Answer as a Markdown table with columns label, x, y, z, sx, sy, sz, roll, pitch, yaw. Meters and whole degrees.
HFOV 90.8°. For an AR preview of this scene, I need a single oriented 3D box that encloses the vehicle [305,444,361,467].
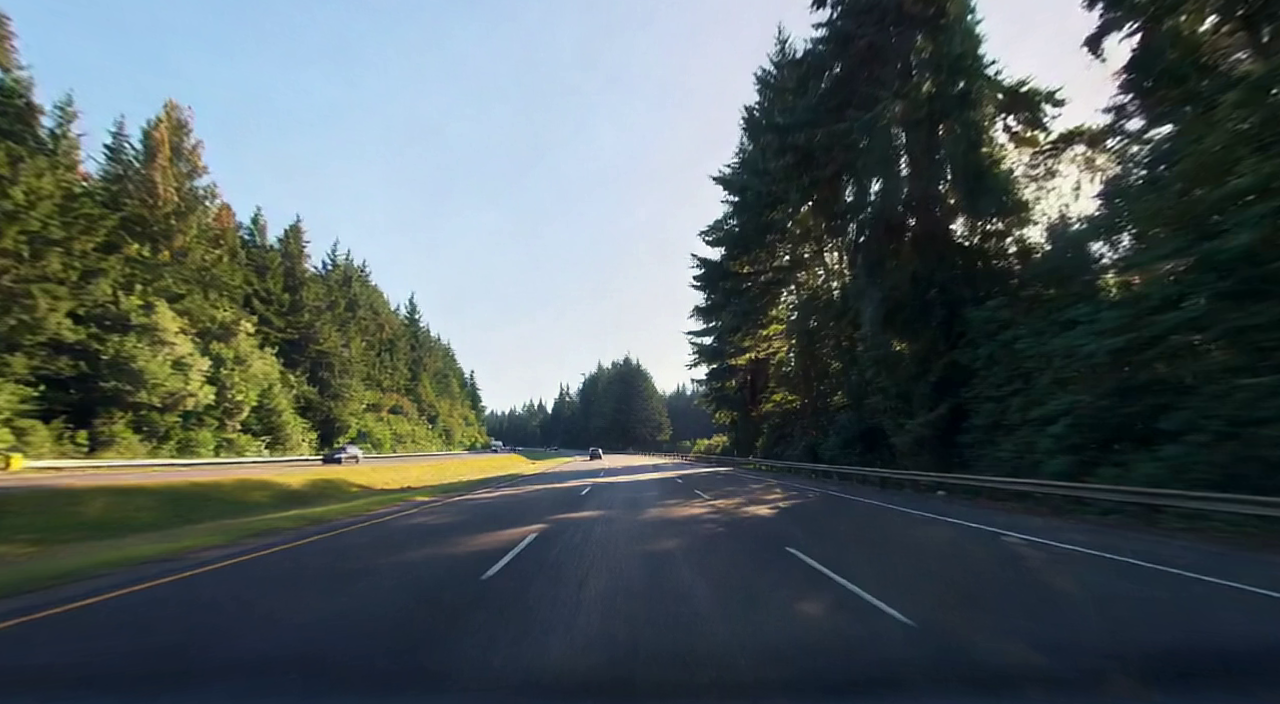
| label | x | y | z | sx | sy | sz | roll | pitch | yaw |
| --- | --- | --- | --- | --- | --- | --- | --- | --- | --- |
| vehicle | -20.783 | 7.022 | 42.878 | 1.832 | 1.505 | 4.092 | 0 | -9 | -2 |
